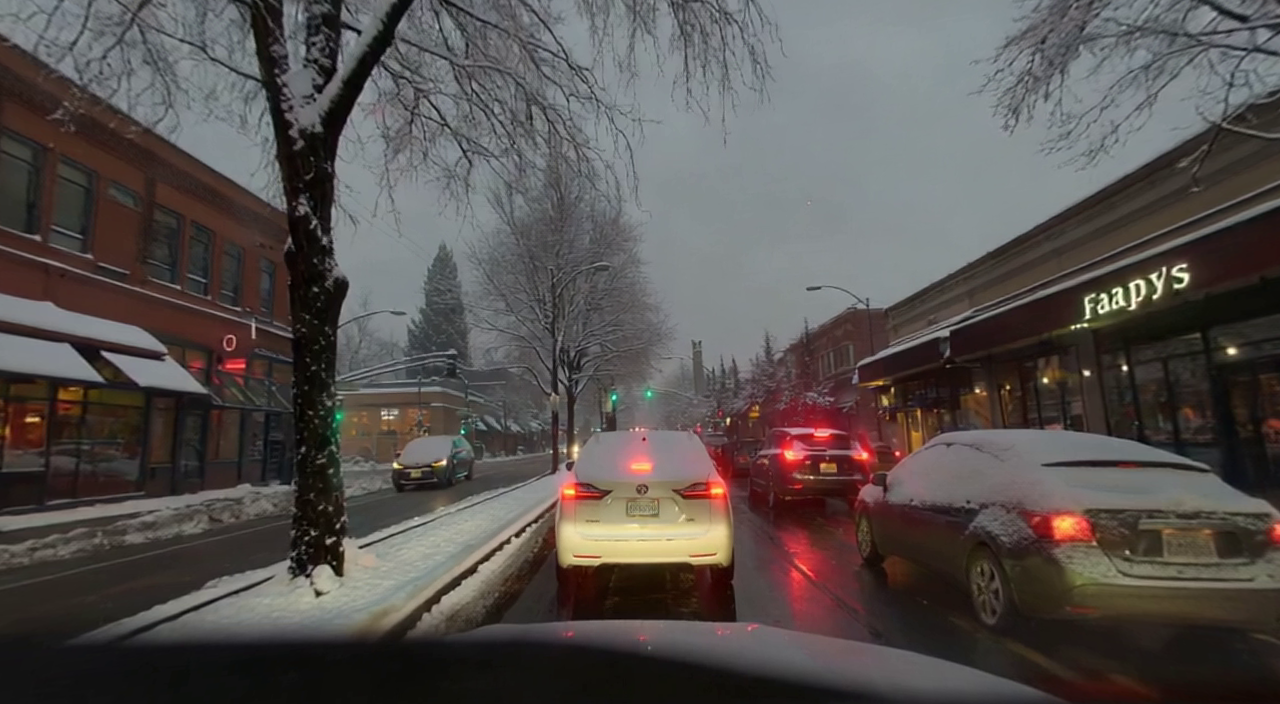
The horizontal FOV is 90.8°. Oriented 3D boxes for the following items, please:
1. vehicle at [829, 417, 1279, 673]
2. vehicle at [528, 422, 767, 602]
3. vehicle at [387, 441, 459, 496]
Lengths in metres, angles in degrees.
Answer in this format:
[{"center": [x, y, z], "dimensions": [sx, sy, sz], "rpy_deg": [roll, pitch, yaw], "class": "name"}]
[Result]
[{"center": [3.395, 1.447, 5.859], "dimensions": [1.988, 1.480, 4.195], "rpy_deg": [0, -9, 0], "class": "vehicle"}, {"center": [0.042, 1.618, 7.154], "dimensions": [2.006, 1.487, 3.535], "rpy_deg": [0, -9, -1], "class": "vehicle"}, {"center": [-6.886, 3.670, 20.394], "dimensions": [1.898, 1.542, 4.689], "rpy_deg": [2, -9, -16], "class": "vehicle"}]
